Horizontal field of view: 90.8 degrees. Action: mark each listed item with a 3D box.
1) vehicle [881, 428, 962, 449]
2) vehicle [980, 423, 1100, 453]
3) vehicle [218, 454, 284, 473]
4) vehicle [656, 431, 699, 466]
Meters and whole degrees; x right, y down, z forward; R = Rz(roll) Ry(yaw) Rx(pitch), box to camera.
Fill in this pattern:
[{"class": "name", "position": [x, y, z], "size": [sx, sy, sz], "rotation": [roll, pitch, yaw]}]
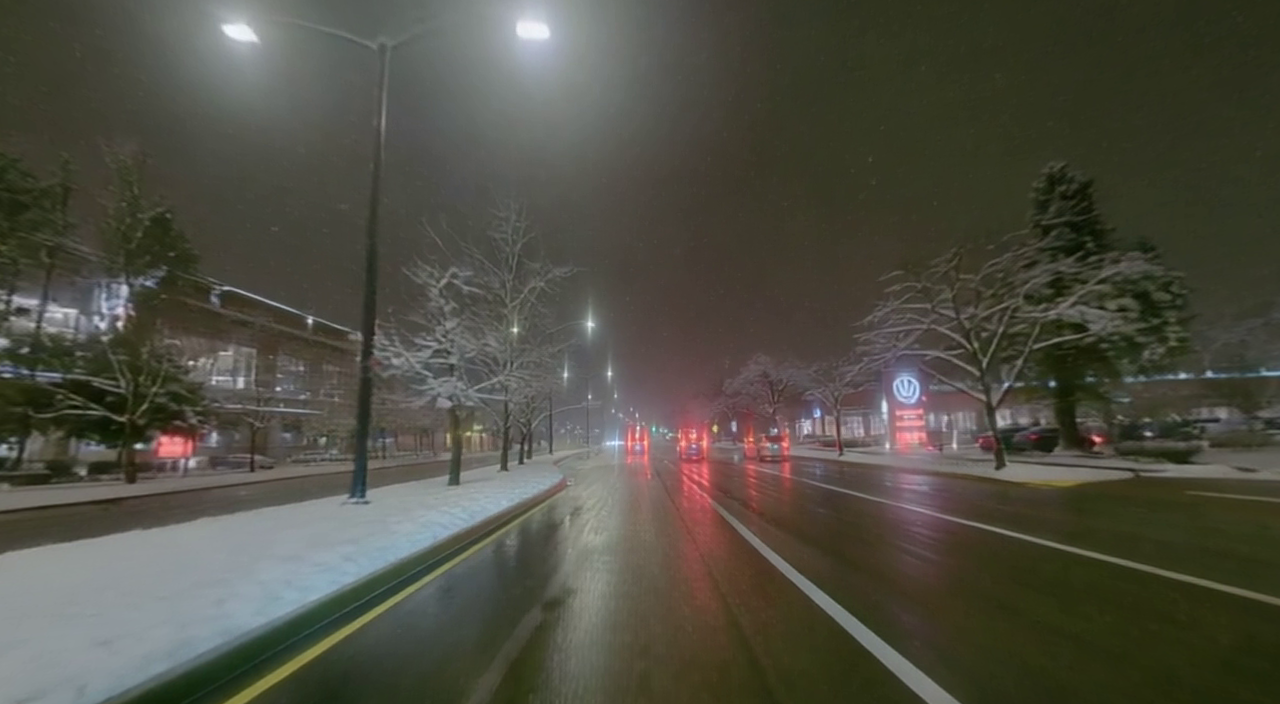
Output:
[{"class": "vehicle", "position": [20.293, 6.274, 45.633], "size": [4.813, 1.483, 2.129], "rotation": [0, -8, 0]}, {"class": "vehicle", "position": [19.989, 4.321, 31.730], "size": [4.619, 1.447, 2.054], "rotation": [0, -9, 0]}, {"class": "vehicle", "position": [-30.250, 8.684, 49.203], "size": [4.040, 1.389, 1.664], "rotation": [0, -8, 0]}, {"class": "vehicle", "position": [1.978, 5.078, 33.343], "size": [2.100, 1.683, 4.231], "rotation": [-1, -8, 3]}]
